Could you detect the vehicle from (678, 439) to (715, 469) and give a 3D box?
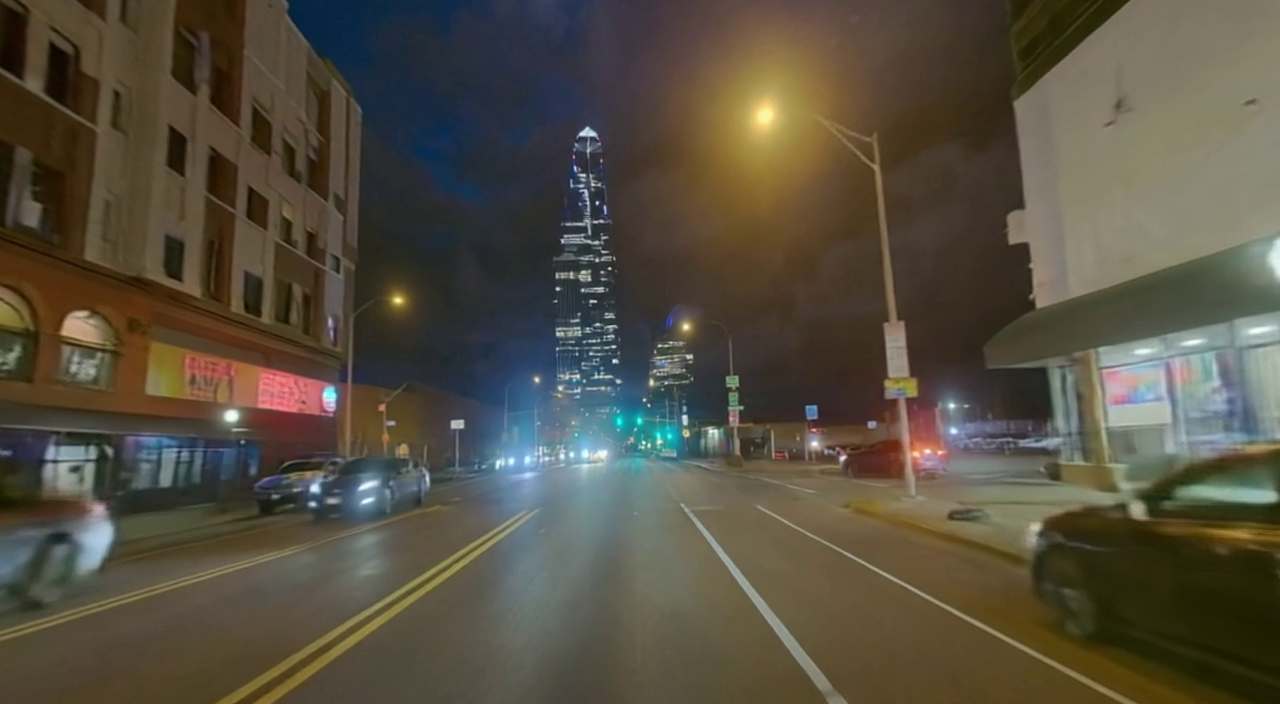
[{"bbox_3d":[3.590,6.573,40.960,2.118,1.779,5.121,0,-8,2],"label":"vehicle"}]

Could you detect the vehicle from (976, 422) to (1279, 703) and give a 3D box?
[{"bbox_3d":[3.721,1.037,2.655,1.937,1.481,4.760,0,-8,-1],"label":"vehicle"}]

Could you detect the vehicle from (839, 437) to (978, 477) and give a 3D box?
[{"bbox_3d":[10.594,4.149,25.154,4.611,1.494,1.982,0,-8,-4],"label":"vehicle"}]

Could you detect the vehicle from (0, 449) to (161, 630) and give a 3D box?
[{"bbox_3d":[-6.355,1.478,4.578,1.993,1.484,4.812,0,-8,0],"label":"vehicle"}]

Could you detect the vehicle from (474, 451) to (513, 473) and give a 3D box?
[{"bbox_3d":[-11.275,8.468,49.000,2.018,1.553,4.407,0,-8,-1],"label":"vehicle"}]

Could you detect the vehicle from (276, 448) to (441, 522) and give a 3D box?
[{"bbox_3d":[-6.599,3.129,15.520,1.962,1.475,4.580,0,-8,0],"label":"vehicle"}]
